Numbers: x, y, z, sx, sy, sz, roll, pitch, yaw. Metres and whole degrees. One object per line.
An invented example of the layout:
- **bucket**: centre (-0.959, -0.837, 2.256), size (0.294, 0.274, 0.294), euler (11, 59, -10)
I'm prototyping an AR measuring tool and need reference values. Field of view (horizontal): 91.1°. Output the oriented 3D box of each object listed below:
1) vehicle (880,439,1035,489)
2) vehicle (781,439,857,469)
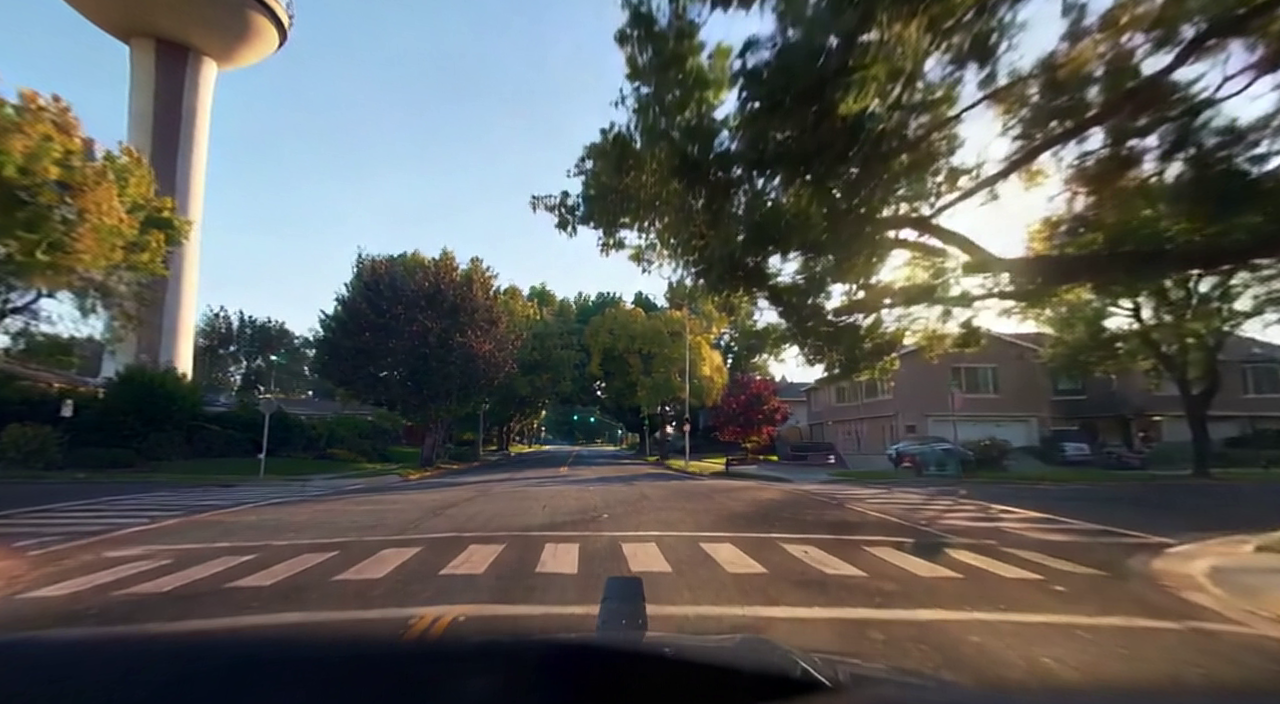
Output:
- **vehicle**: centre (11.086, 3.920, 22.190), size (4.448, 1.637, 1.881), euler (0, -8, 3)
- **vehicle**: centre (8.603, 4.871, 30.192), size (3.191, 1.365, 1.458), euler (-5, -9, 33)
